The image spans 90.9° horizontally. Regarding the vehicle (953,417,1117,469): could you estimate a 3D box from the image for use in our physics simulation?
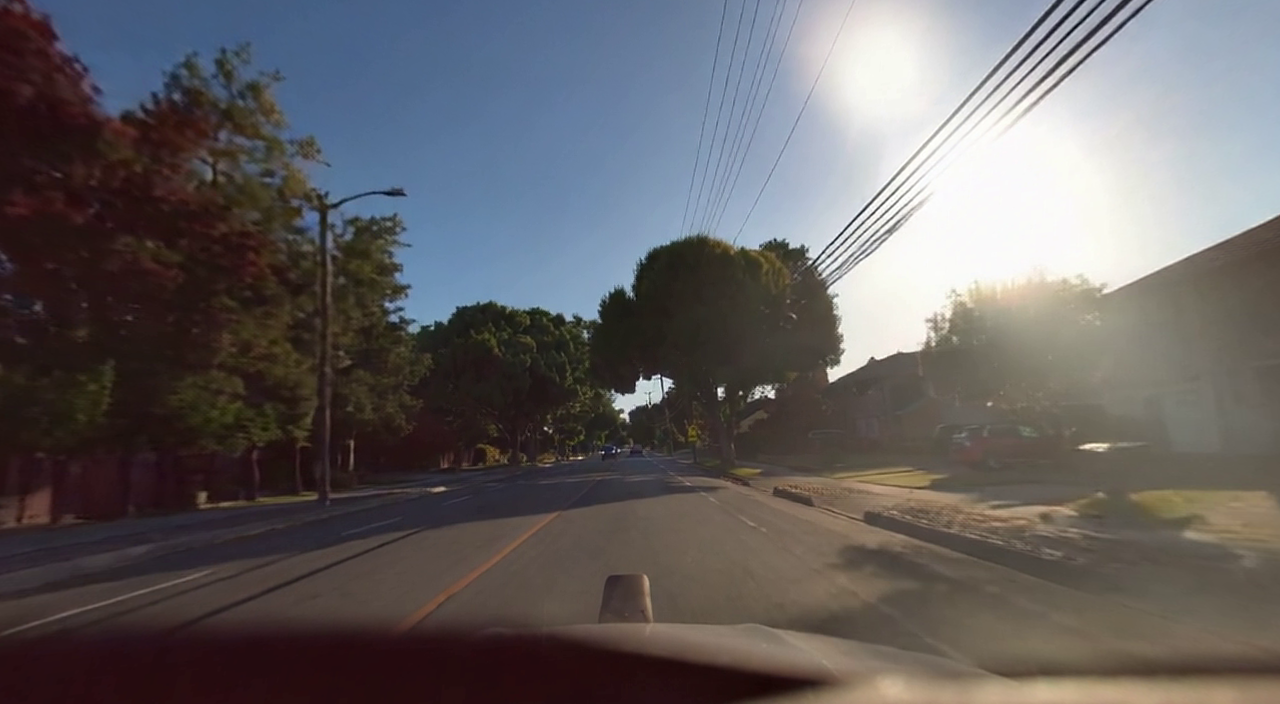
[{"bbox_3d":[14.078,3.267,22.687,4.512,1.701,2.017,-1,-8,-2],"label":"vehicle"}]
